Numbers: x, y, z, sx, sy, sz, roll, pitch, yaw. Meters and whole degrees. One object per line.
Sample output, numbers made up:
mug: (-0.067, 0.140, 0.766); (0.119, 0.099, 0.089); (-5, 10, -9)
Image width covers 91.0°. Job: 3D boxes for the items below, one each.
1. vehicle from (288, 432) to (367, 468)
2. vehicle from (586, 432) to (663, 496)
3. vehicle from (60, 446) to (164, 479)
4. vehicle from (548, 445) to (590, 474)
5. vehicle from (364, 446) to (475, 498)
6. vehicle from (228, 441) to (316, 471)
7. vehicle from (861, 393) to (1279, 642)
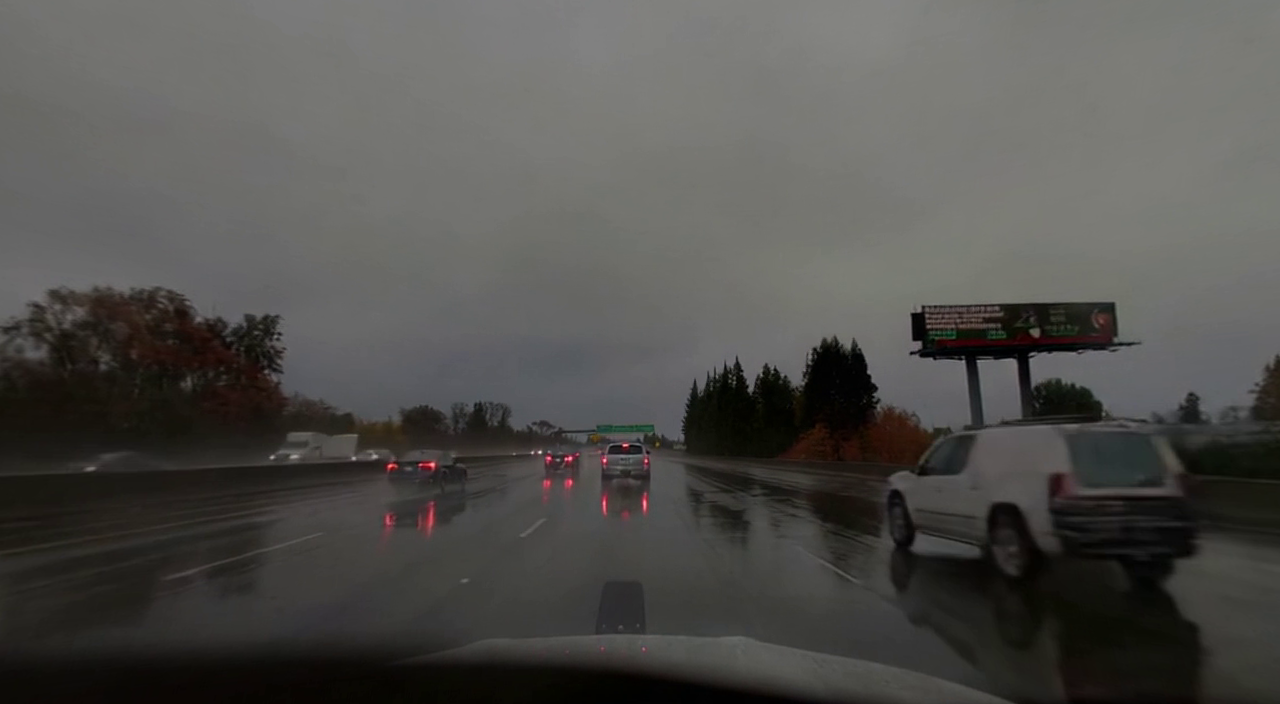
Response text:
vehicle: (-22.832, 7.222, 46.379); (2.547, 2.468, 6.237); (0, -9, 0)
vehicle: (-0.437, 3.472, 19.895); (2.127, 1.749, 4.776); (0, -9, 0)
vehicle: (-26.650, 5.574, 31.988); (1.795, 1.541, 4.027); (0, -9, -1)
vehicle: (-3.896, 5.976, 35.316); (1.889, 1.522, 4.465); (0, -9, -1)
vehicle: (-7.036, 3.851, 20.711); (1.892, 1.468, 4.792); (0, -9, 0)
vehicle: (-22.970, 6.508, 39.595); (2.220, 1.730, 5.503); (0, -9, 0)
vehicle: (4.147, 1.476, 6.649); (1.925, 1.716, 4.378); (0, -9, -1)
